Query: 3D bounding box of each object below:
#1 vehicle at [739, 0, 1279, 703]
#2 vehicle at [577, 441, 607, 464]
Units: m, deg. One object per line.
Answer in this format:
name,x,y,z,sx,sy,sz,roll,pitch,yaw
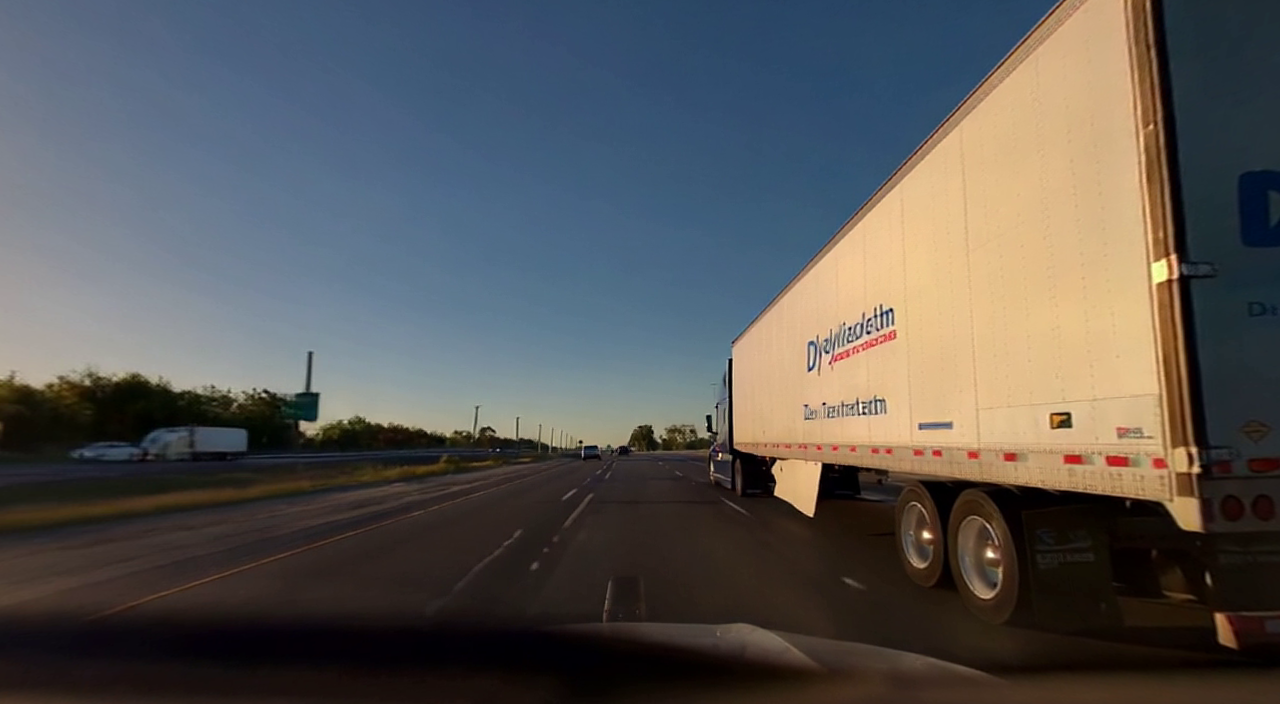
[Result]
vehicle,3.908,0.554,9.034,2.962,4.132,12.720,0,-8,0
vehicle,-3.596,7.611,48.079,2.030,1.657,3.926,0,-8,-1
